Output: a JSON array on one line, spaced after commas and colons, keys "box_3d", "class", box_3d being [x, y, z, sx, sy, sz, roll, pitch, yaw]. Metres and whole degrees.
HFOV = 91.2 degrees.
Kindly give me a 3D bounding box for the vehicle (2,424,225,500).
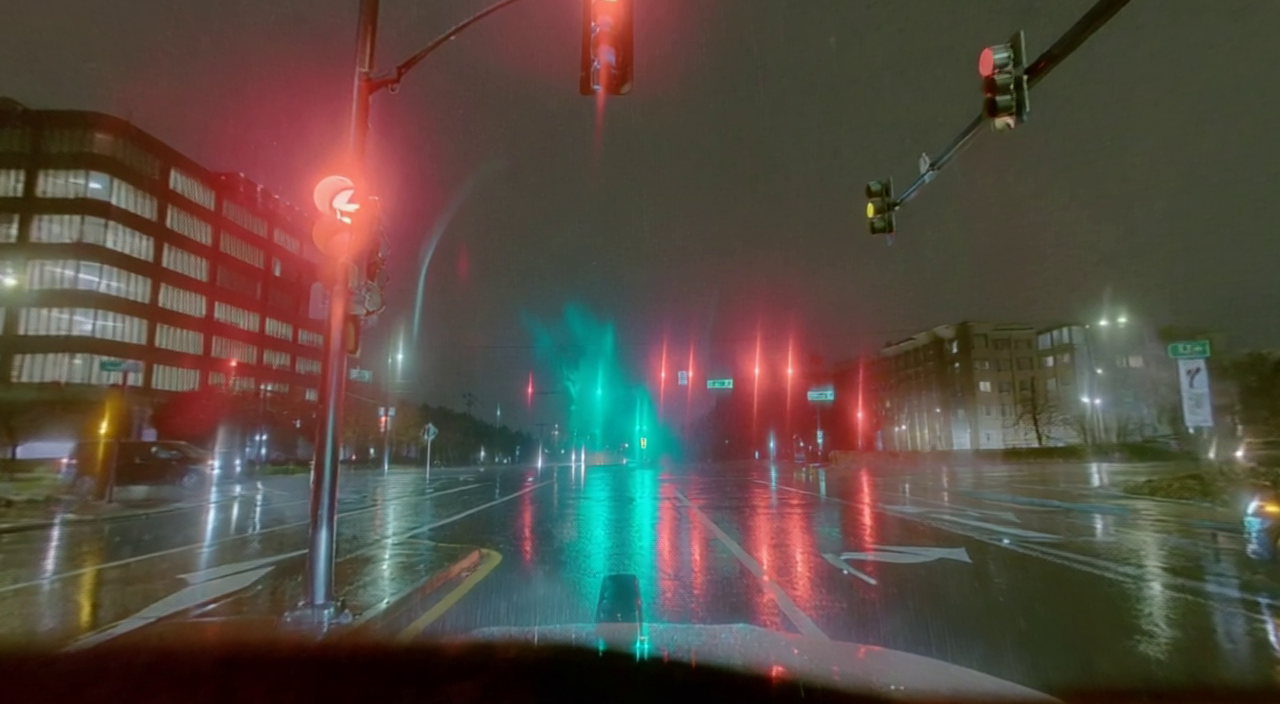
[{"box_3d": [-22.960, 4.821, 27.688, 7.088, 3.096, 2.678, 0, -9, -3], "class": "vehicle"}]
